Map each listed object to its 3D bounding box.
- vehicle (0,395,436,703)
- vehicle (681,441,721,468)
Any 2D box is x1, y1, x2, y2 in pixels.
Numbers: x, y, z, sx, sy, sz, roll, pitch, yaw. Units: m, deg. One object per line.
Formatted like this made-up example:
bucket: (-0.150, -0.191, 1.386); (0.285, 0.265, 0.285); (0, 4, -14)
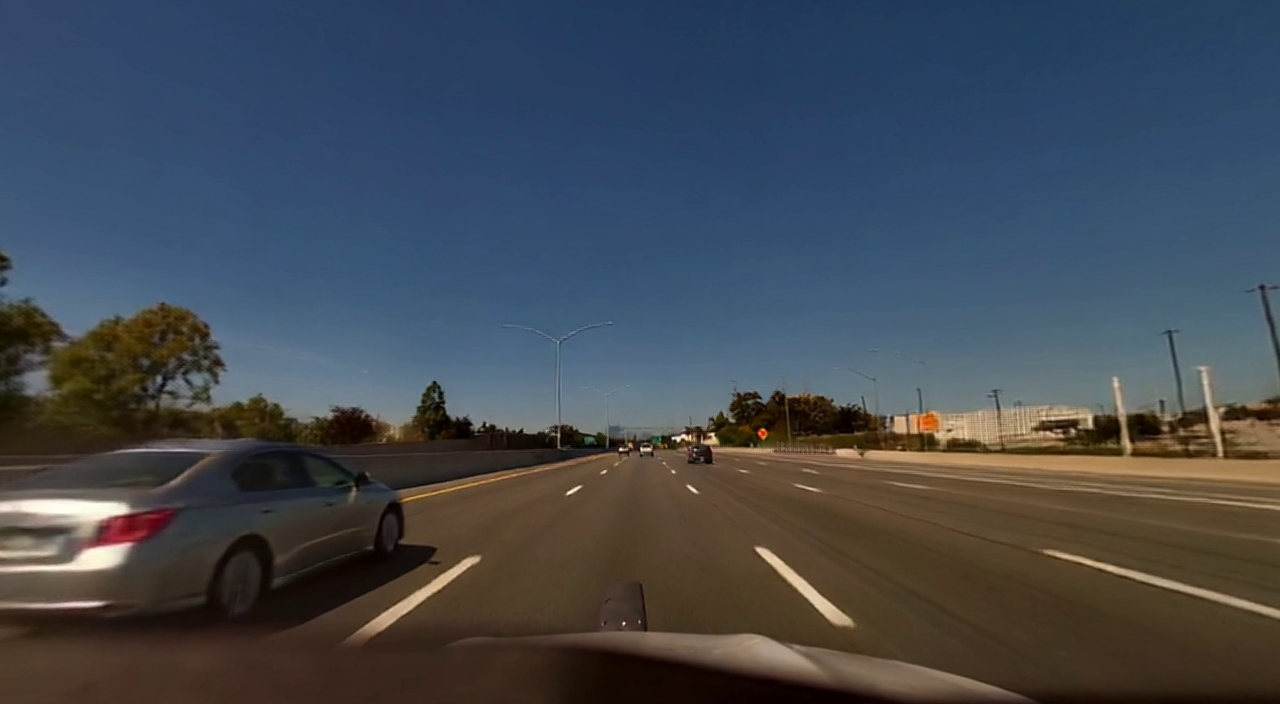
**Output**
vehicle: (-3.417, 1.279, 4.891); (1.979, 1.505, 4.705); (0, -9, 2)
vehicle: (3.666, 6.216, 38.431); (1.949, 1.515, 4.374); (0, -9, -1)
